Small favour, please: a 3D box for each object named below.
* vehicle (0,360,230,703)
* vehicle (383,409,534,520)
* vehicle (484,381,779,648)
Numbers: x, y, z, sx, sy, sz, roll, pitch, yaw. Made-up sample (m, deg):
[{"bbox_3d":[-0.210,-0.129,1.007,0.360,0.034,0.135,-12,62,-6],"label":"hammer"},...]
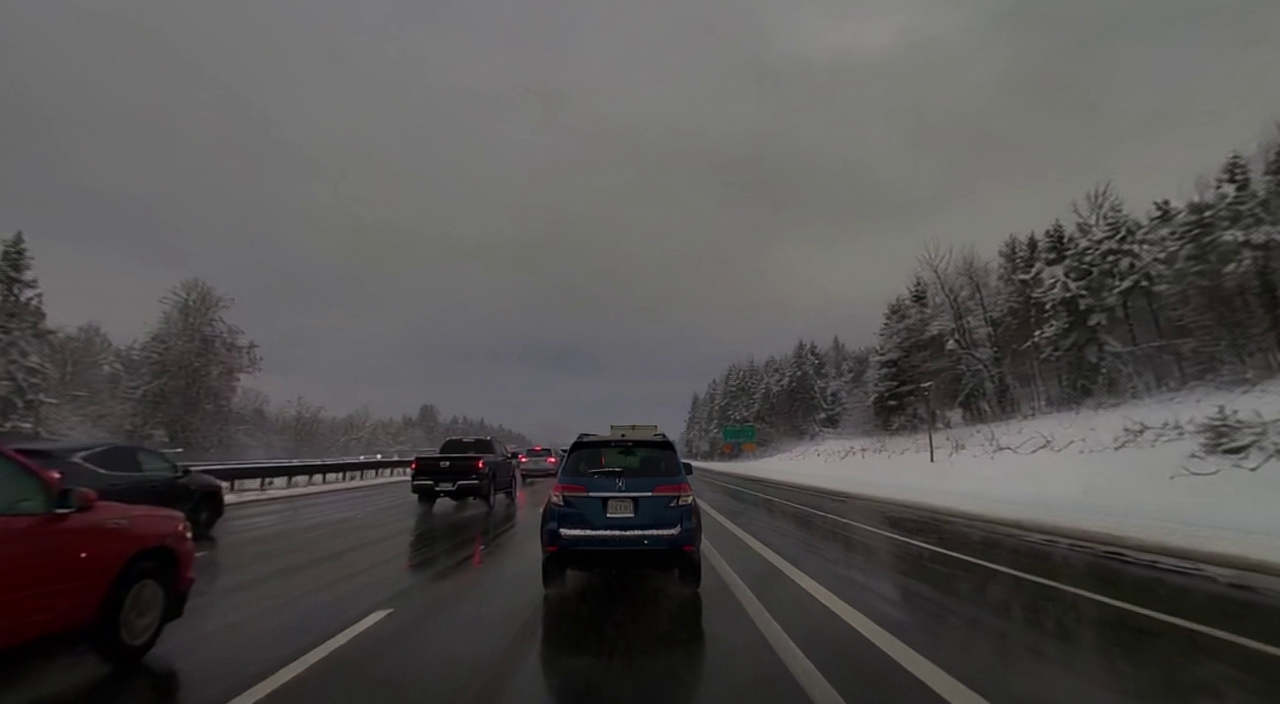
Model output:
[{"bbox_3d":[-3.872,0.779,1.869,2.205,1.719,4.595,0,-9,0],"label":"vehicle"},{"bbox_3d":[-3.950,2.574,14.790,2.055,2.144,4.782,-1,-9,1],"label":"vehicle"},{"bbox_3d":[-0.095,1.359,6.073,1.995,1.798,3.380,0,-9,-1],"label":"vehicle"}]
